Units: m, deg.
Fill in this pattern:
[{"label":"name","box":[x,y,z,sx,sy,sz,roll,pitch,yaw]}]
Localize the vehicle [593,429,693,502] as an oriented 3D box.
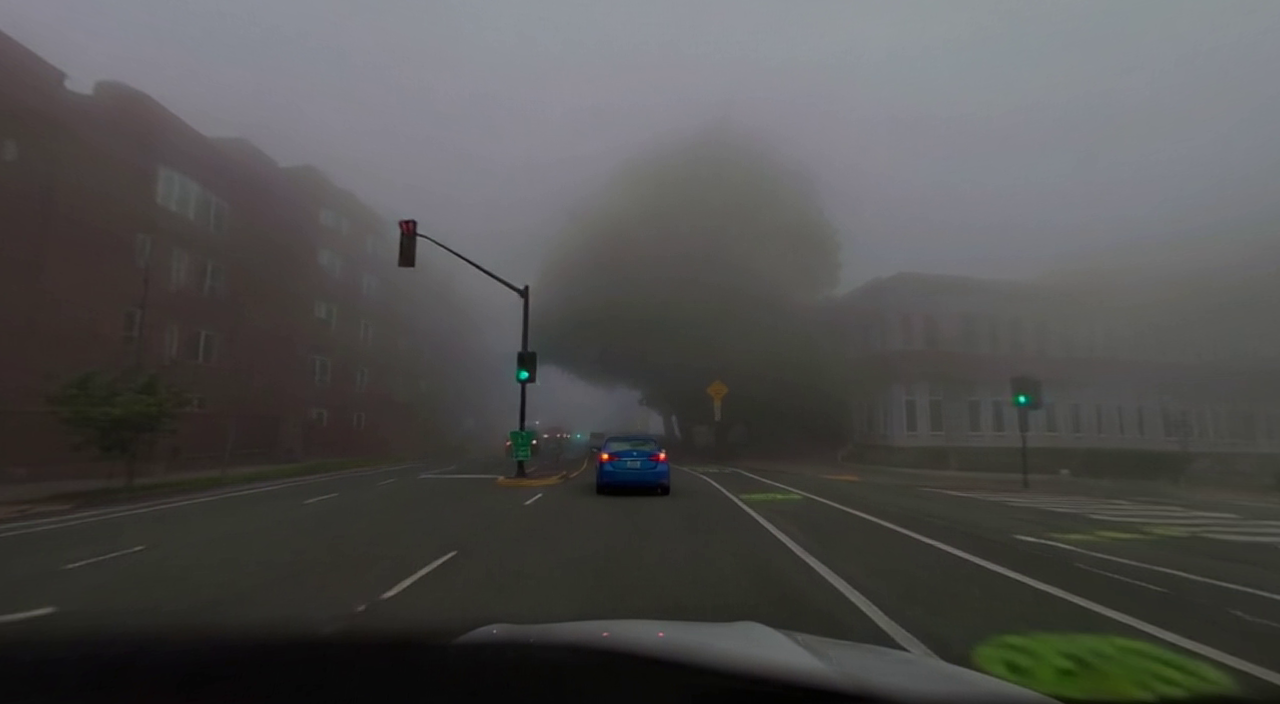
[{"label":"vehicle","box":[-0.068,2.477,14.313,1.950,1.401,4.159,0,-8,-4]}]
